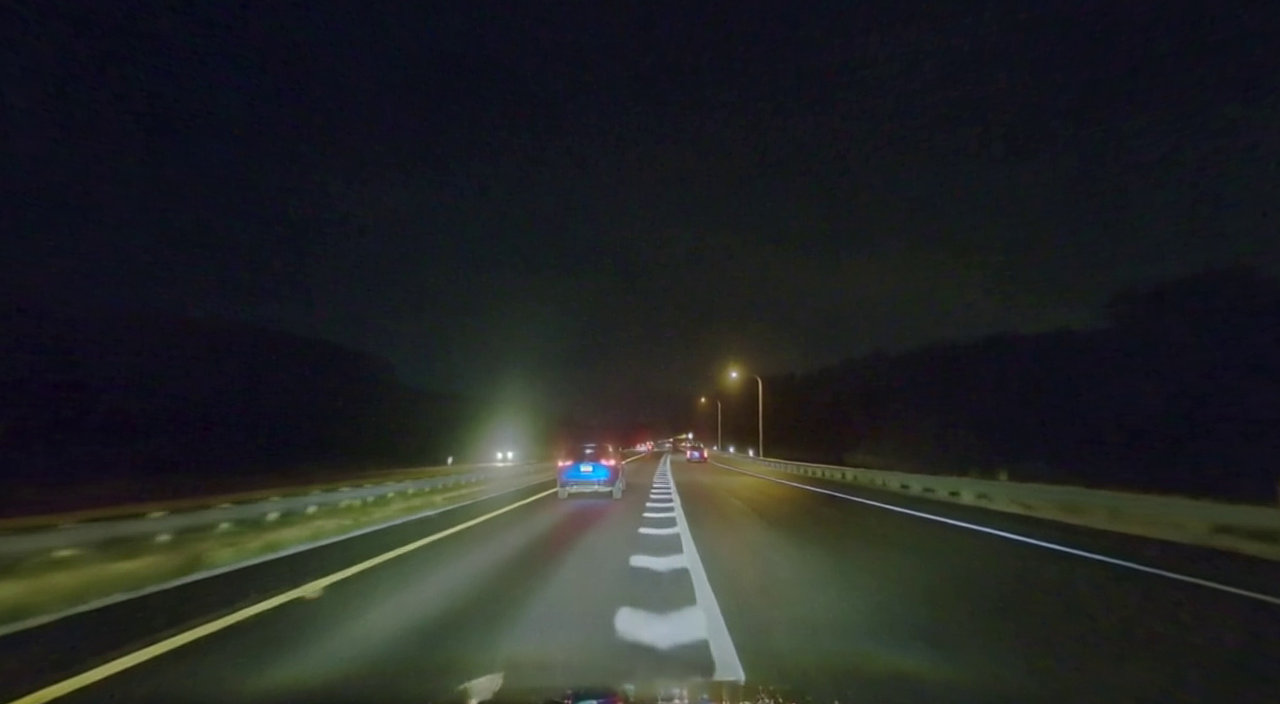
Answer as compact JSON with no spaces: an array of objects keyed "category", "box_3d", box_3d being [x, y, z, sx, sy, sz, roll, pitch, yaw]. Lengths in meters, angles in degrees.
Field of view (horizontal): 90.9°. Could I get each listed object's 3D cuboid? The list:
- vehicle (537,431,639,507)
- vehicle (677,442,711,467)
[{"category":"vehicle","box_3d":[-1.198,3.002,16.655,2.143,1.693,4.513,-1,-9,2]},{"category":"vehicle","box_3d":[3.776,7.275,44.974,2.073,1.621,3.993,-1,-9,0]}]
